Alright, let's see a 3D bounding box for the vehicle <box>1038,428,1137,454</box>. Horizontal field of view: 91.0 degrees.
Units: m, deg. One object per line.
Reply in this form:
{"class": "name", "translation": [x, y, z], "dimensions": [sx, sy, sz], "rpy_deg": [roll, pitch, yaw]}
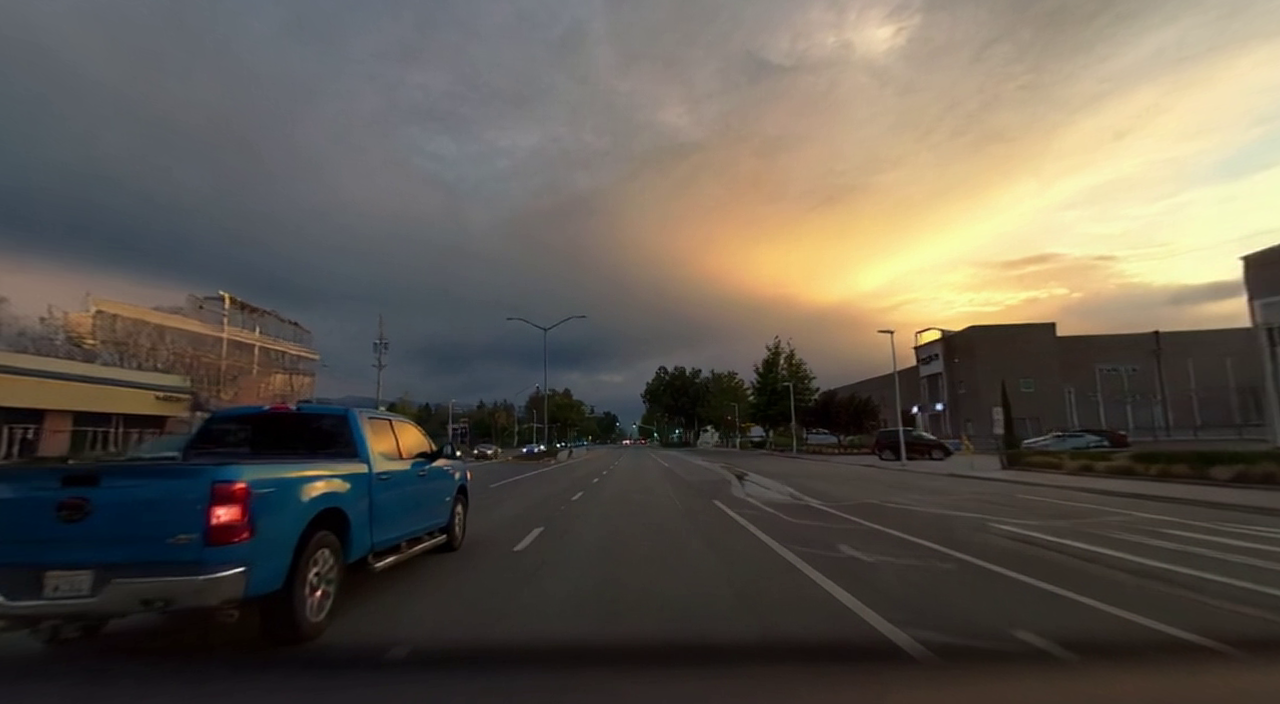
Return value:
{"class": "vehicle", "translation": [27.408, 5.467, 38.681], "dimensions": [4.604, 1.487, 1.911], "rpy_deg": [0, -8, 0]}

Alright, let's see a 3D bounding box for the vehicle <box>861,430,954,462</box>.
{"class": "vehicle", "translation": [15.369, 5.428, 36.290], "dimensions": [4.332, 1.744, 2.115], "rpy_deg": [0, -11, -3]}

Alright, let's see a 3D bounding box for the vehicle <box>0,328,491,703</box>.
{"class": "vehicle", "translation": [-2.987, 1.164, 5.408], "dimensions": [2.065, 1.790, 5.417], "rpy_deg": [0, -8, 0]}
